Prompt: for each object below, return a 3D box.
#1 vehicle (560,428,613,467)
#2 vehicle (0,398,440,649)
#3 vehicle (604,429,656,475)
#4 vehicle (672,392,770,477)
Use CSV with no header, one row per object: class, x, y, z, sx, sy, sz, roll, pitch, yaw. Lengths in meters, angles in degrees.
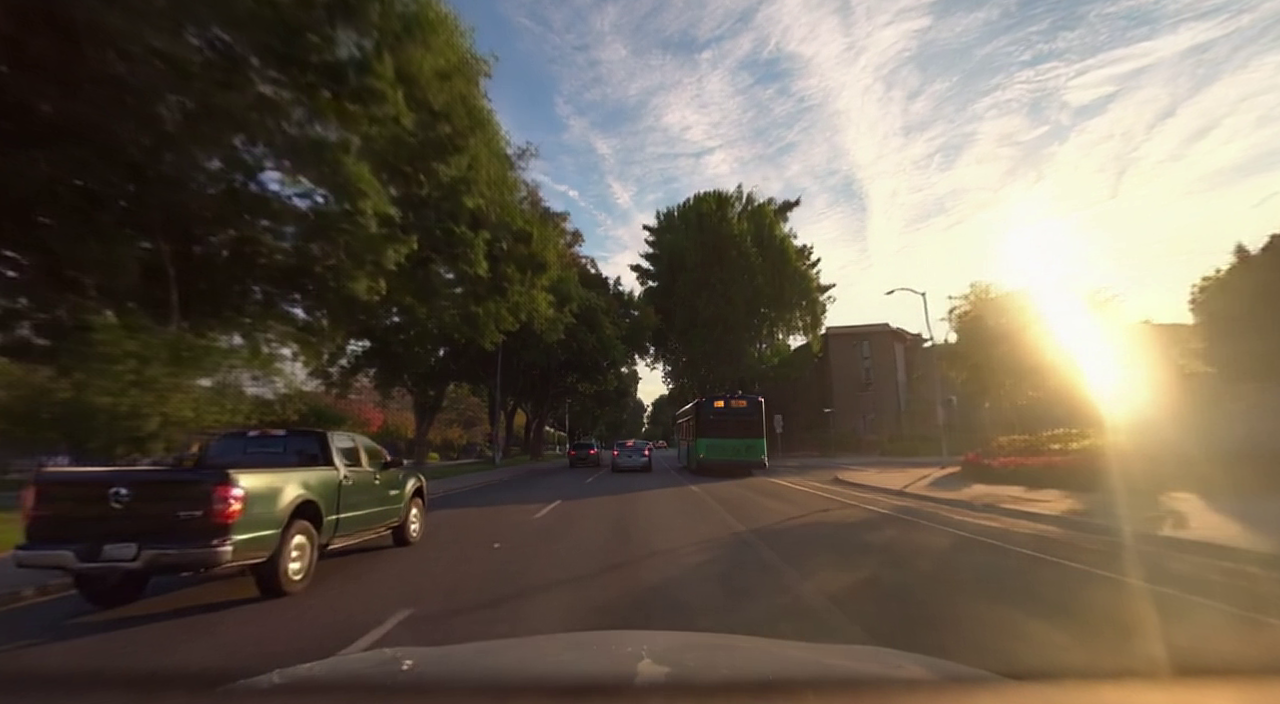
vehicle,-2.939,5.468,36.203,2.513,2.066,5.820,0,-8,0
vehicle,-3.835,1.394,6.260,2.109,1.543,4.535,0,-8,1
vehicle,-0.352,4.436,28.132,2.074,1.849,5.137,0,-8,1
vehicle,3.442,4.090,30.718,3.059,3.264,12.623,0,-8,0
